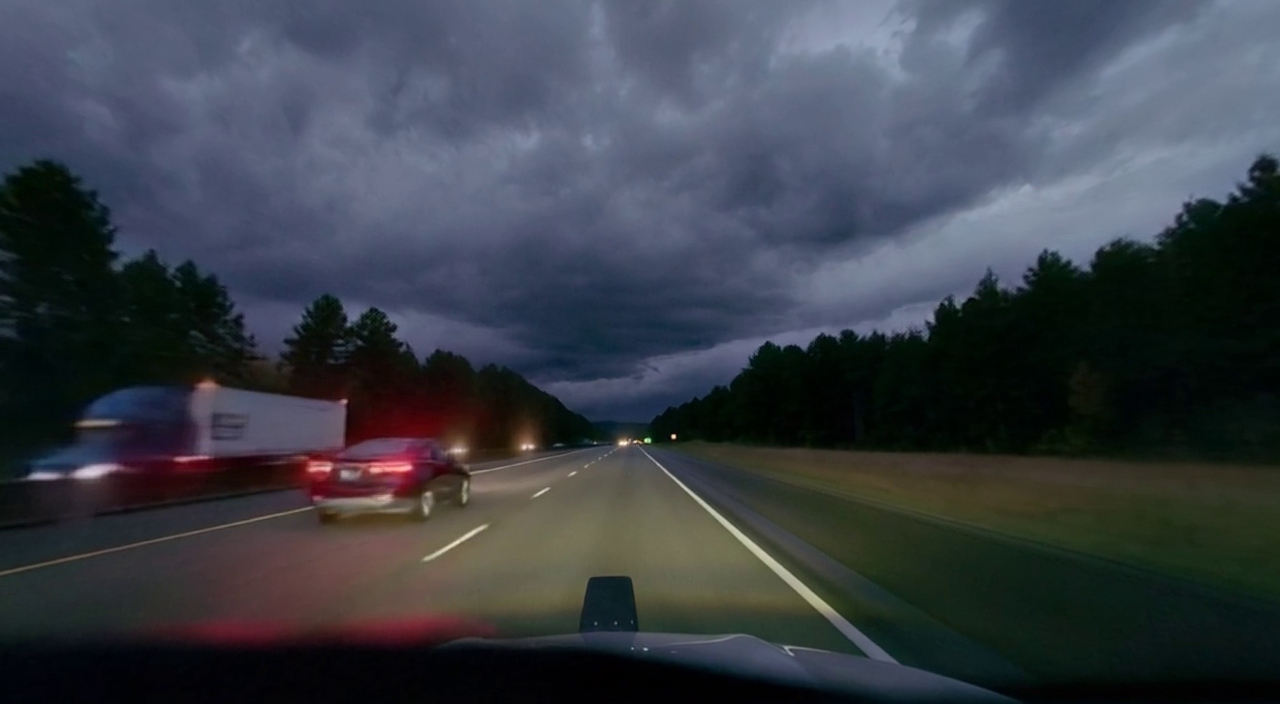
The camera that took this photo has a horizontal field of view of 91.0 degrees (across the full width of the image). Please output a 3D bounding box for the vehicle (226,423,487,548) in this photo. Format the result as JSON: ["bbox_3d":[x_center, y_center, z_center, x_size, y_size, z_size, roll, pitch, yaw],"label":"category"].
[{"bbox_3d":[-4.265,2.077,10.607,2.202,1.587,4.754,0,-8,0],"label":"vehicle"}]

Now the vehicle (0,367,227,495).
[{"bbox_3d":[-17.772,2.749,21.714,2.950,3.801,5.860,0,-8,-1],"label":"vehicle"}]
